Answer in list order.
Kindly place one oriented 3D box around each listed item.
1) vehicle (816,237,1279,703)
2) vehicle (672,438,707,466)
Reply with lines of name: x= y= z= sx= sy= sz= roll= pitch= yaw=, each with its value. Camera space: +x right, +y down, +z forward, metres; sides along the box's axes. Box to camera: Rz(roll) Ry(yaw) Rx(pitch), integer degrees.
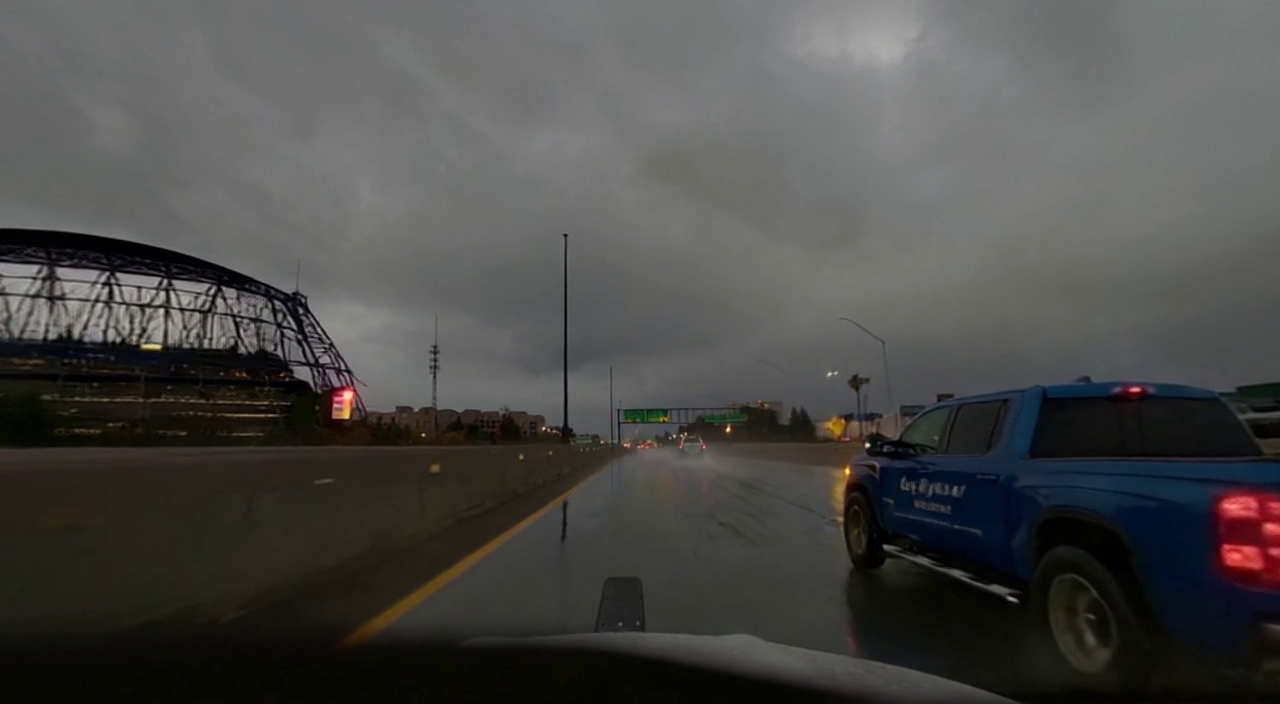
vehicle: x=3.060 y=0.990 z=4.347 sx=2.199 sy=2.002 sz=4.970 roll=0 pitch=-9 yaw=0
vehicle: x=3.282 y=6.771 z=42.756 sx=1.973 sy=1.774 sz=4.092 roll=0 pitch=-9 yaw=-1
